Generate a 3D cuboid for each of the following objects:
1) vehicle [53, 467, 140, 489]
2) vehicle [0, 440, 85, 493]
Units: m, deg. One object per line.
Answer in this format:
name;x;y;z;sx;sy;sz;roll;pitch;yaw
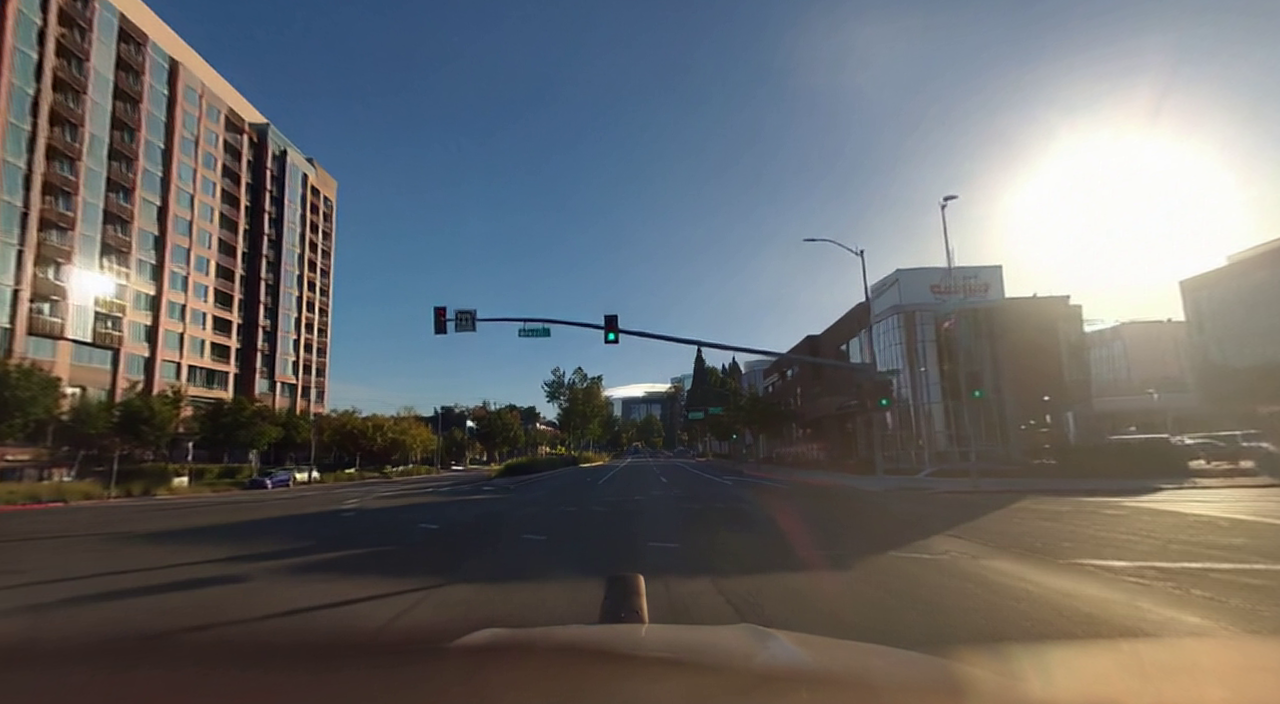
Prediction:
vehicle;-41.506;9.622;48.312;4.710;1.453;1.928;0;-8;-2
vehicle;-41.018;7.402;40.995;7.220;3.287;2.764;0;-8;1
